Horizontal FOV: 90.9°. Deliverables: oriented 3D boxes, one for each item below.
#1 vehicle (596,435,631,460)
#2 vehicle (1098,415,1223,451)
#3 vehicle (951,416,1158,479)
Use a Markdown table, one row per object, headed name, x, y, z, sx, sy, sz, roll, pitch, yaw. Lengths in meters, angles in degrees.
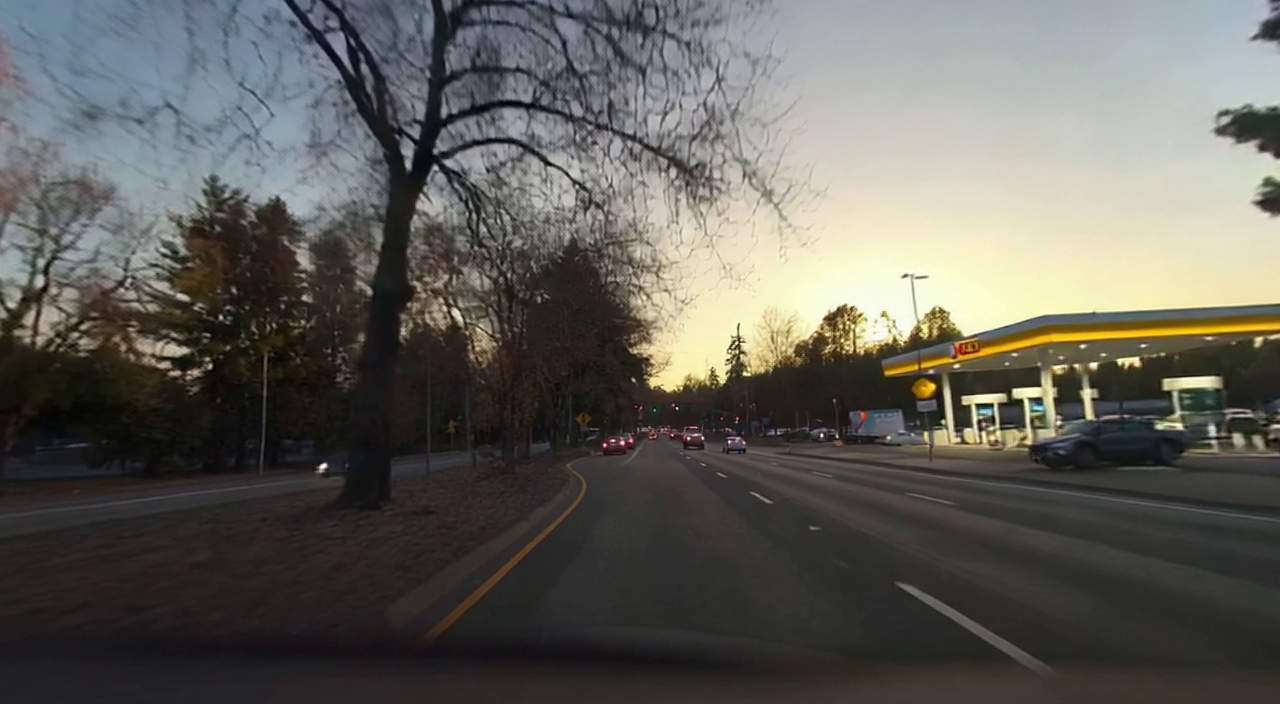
| name | x | y | z | sx | sy | sz | roll | pitch | yaw |
| --- | --- | --- | --- | --- | --- | --- | --- | --- | --- |
| vehicle | -1.687 | 6.009 | 39.635 | 2.032 | 1.461 | 4.173 | 0 | -9 | -3 |
| vehicle | 24.704 | 3.904 | 30.118 | 4.079 | 1.632 | 1.961 | -4 | -9 | 22 |
| vehicle | 12.829 | 3.022 | 19.977 | 4.960 | 1.802 | 2.068 | -3 | -9 | 17 |
